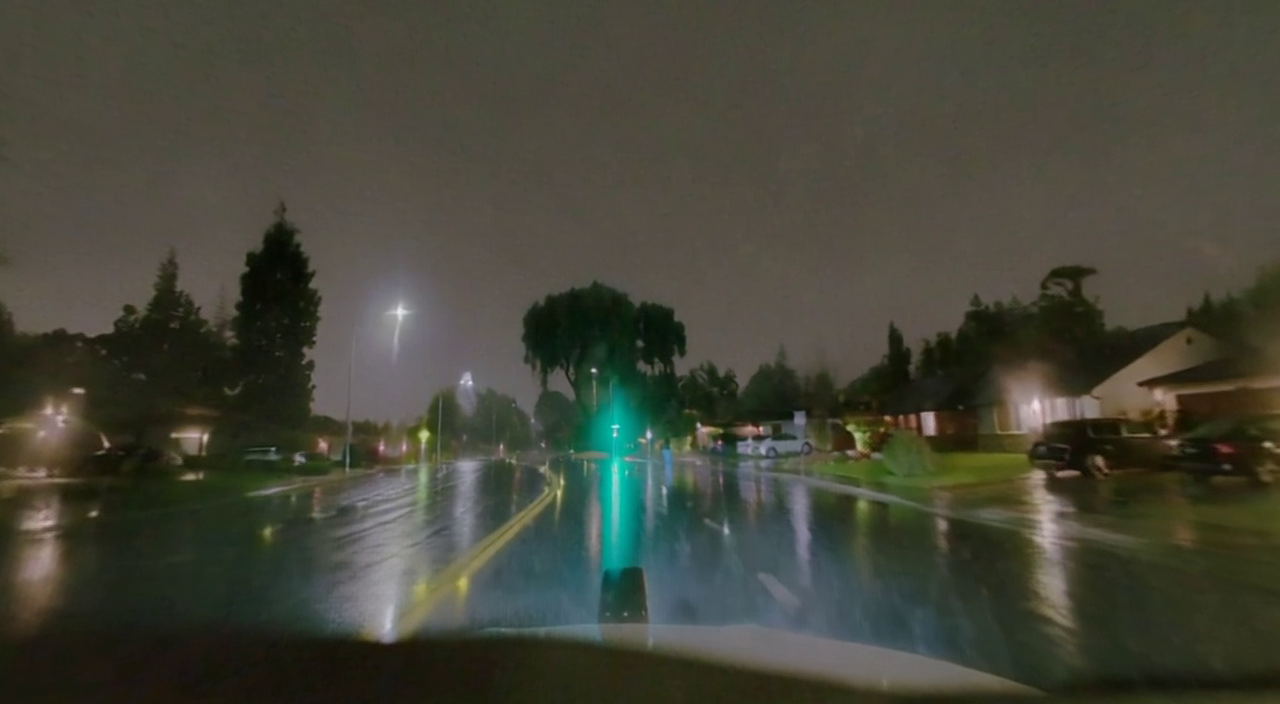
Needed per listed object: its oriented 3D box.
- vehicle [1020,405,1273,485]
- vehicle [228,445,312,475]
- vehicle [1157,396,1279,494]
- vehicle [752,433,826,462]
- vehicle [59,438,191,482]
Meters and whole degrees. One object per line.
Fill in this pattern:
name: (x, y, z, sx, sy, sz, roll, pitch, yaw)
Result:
vehicle: (14.600, 2.715, 18.493, 5.283, 1.863, 2.150, -4, -8, 3)
vehicle: (-22.695, 6.614, 38.826, 3.899, 1.729, 2.064, 2, -9, -10)
vehicle: (14.755, 2.077, 14.198, 4.350, 2.047, 1.841, -1, -8, 4)
vehicle: (10.573, 6.796, 44.994, 4.693, 1.764, 2.265, -3, -8, 4)
vehicle: (-23.488, 4.923, 28.928, 4.128, 1.861, 1.959, 2, -9, -12)
